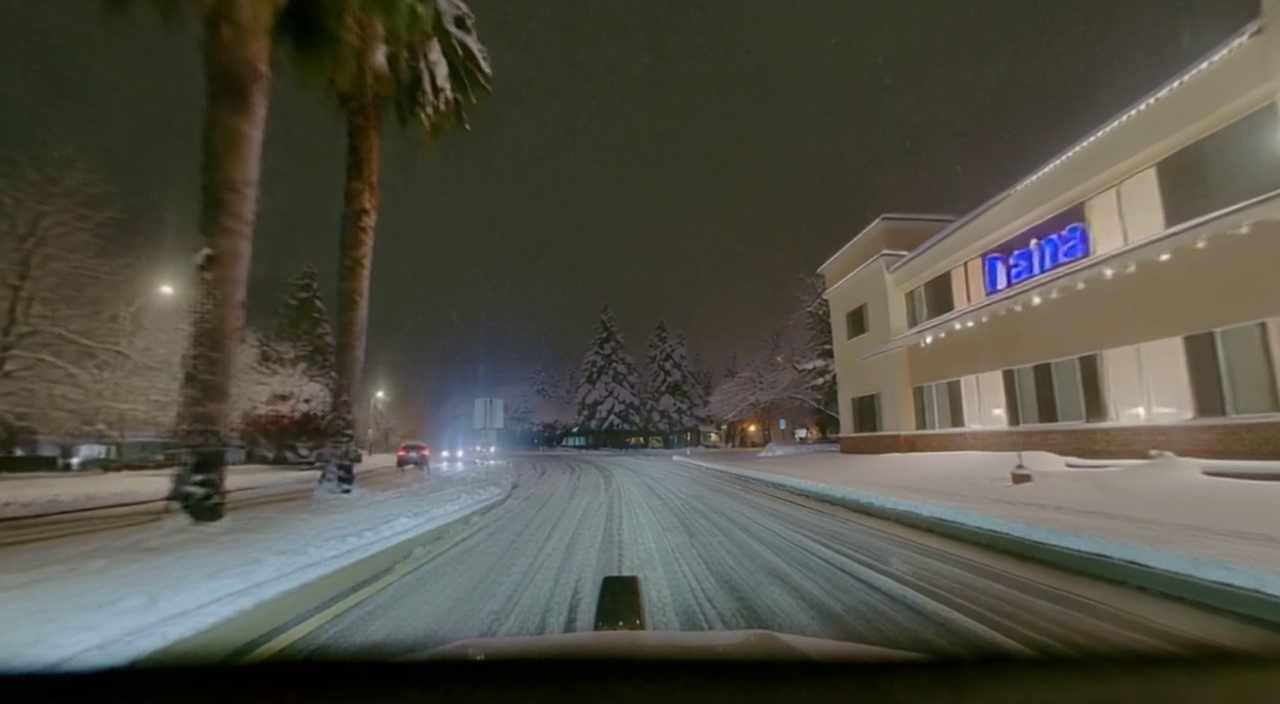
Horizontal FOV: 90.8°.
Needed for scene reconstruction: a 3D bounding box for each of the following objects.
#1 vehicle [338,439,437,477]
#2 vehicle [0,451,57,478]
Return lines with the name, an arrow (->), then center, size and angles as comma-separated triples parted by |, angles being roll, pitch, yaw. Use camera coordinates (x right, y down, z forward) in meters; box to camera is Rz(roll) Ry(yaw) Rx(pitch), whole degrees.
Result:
vehicle -> -13.347, 5.602, 33.466 | 4.651, 1.863, 2.174 | -4, -10, 25
vehicle -> -37.823, 6.703, 37.678 | 1.919, 1.502, 4.695 | 1, -9, -6
